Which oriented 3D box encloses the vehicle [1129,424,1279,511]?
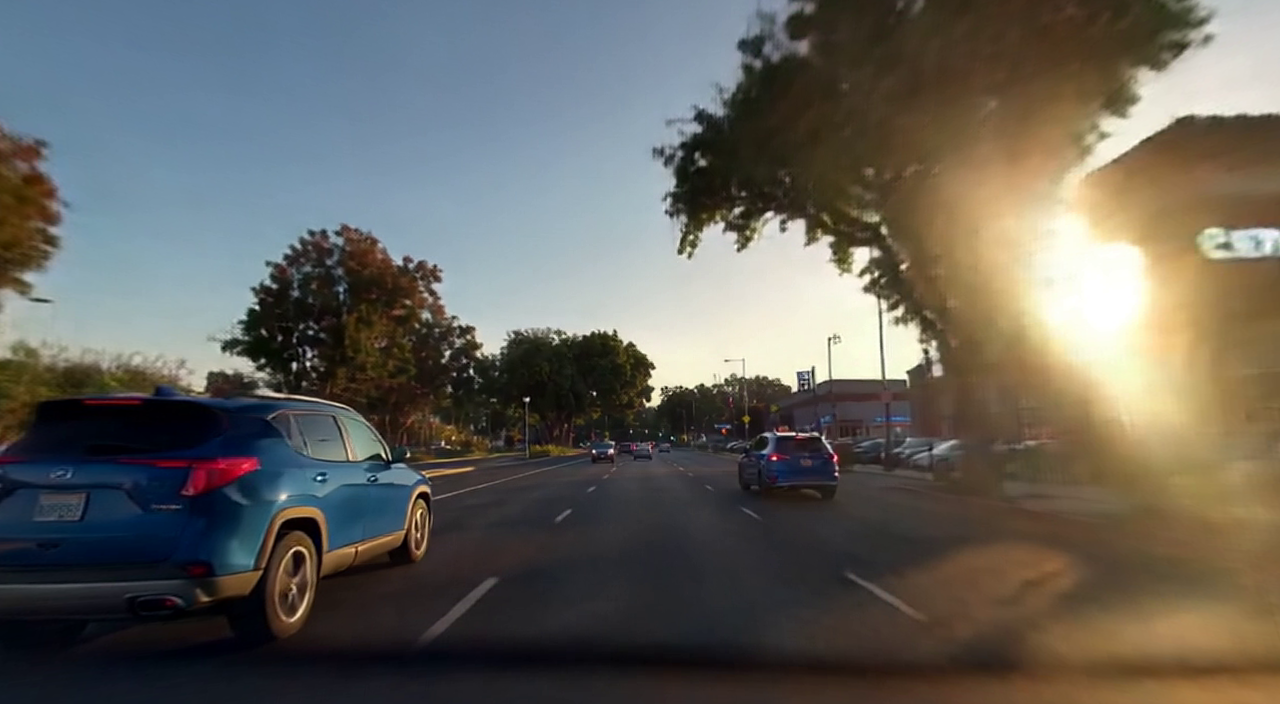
[{"bbox_3d":[13.253,2.361,13.177,1.880,1.671,5.180,-1,-8,0],"label":"vehicle"}]

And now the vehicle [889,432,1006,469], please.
[{"bbox_3d":[14.993,4.836,30.967,4.647,1.725,1.991,0,-8,1],"label":"vehicle"}]

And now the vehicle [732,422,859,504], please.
[{"bbox_3d":[3.737,2.767,16.084,2.024,1.773,4.431,0,-8,-1],"label":"vehicle"}]

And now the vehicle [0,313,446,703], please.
[{"bbox_3d":[-3.534,1.114,5.386,2.210,1.925,4.838,0,-8,0],"label":"vehicle"}]

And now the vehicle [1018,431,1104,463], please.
[{"bbox_3d":[24.884,5.632,37.494,1.910,1.785,4.862,0,-8,2],"label":"vehicle"}]
